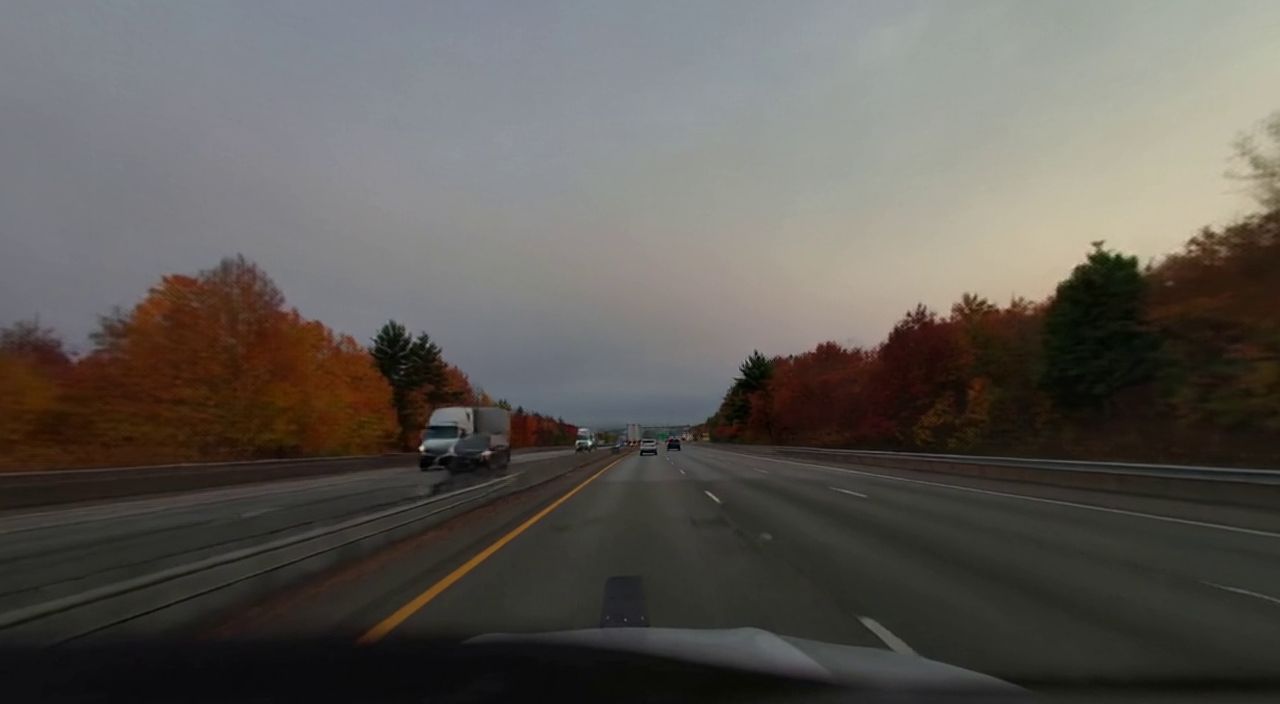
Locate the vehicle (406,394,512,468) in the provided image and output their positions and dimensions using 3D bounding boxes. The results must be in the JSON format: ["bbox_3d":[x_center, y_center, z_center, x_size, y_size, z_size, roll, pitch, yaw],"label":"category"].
[{"bbox_3d":[-11.402,5.332,41.474,2.982,4.126,12.745,0,-8,1],"label":"vehicle"}]

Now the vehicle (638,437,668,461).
[{"bbox_3d":[0.855,6.556,42.549,1.924,1.498,3.817,0,-8,0],"label":"vehicle"}]
